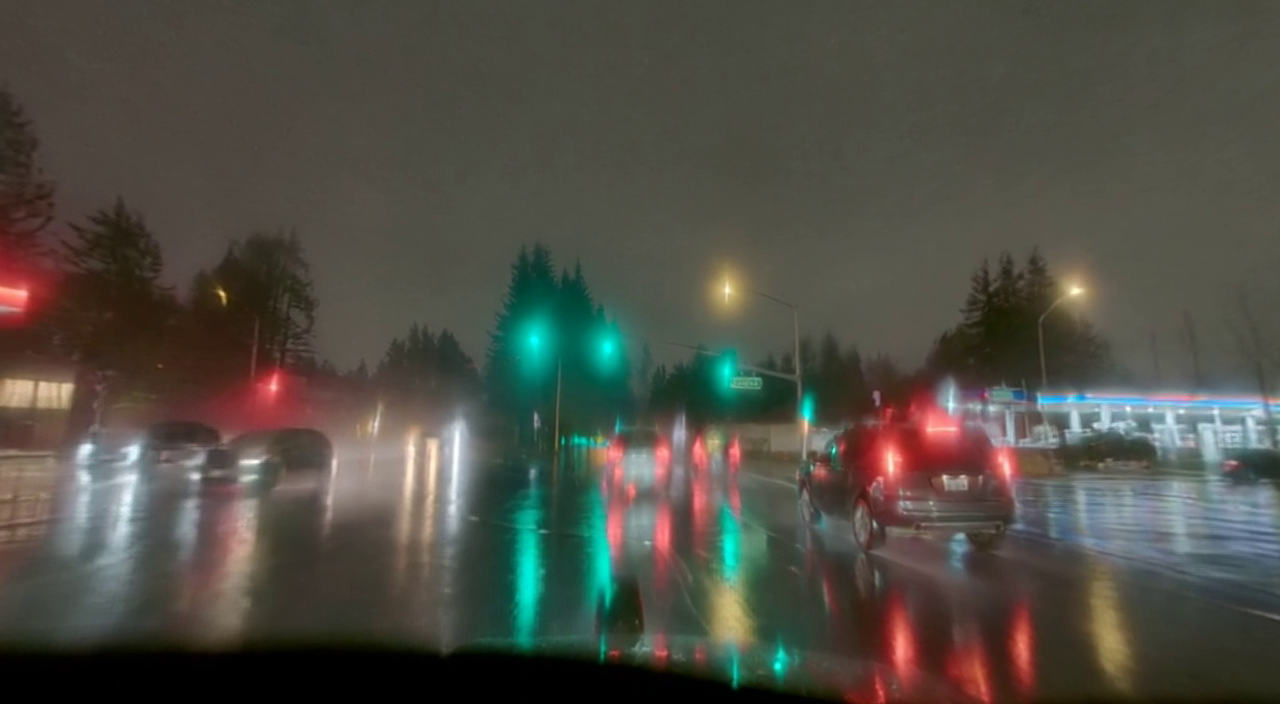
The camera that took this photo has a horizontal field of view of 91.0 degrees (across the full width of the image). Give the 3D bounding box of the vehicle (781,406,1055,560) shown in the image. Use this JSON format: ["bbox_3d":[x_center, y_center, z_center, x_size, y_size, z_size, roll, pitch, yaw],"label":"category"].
[{"bbox_3d":[3.681,1.805,9.398,2.000,1.745,4.206,0,-8,-3],"label":"vehicle"}]

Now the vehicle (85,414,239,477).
[{"bbox_3d":[-19.043,3.762,25.527,2.460,2.257,5.387,1,-8,-7],"label":"vehicle"}]

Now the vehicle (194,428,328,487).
[{"bbox_3d":[-11.924,3.320,20.184,2.023,1.671,4.174,1,-8,-6],"label":"vehicle"}]

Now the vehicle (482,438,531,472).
[{"bbox_3d":[-6.470,5.004,30.869,1.987,1.505,4.337,1,-8,-8],"label":"vehicle"}]

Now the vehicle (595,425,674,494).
[{"bbox_3d":[-0.212,3.095,18.518,2.051,1.798,4.168,0,-8,-2],"label":"vehicle"}]

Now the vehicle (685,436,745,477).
[{"bbox_3d":[3.146,4.434,26.975,1.800,1.592,3.658,1,-8,-5],"label":"vehicle"}]

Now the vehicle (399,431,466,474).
[{"bbox_3d":[-9.347,4.544,28.719,1.992,1.755,4.283,1,-8,-7],"label":"vehicle"}]
